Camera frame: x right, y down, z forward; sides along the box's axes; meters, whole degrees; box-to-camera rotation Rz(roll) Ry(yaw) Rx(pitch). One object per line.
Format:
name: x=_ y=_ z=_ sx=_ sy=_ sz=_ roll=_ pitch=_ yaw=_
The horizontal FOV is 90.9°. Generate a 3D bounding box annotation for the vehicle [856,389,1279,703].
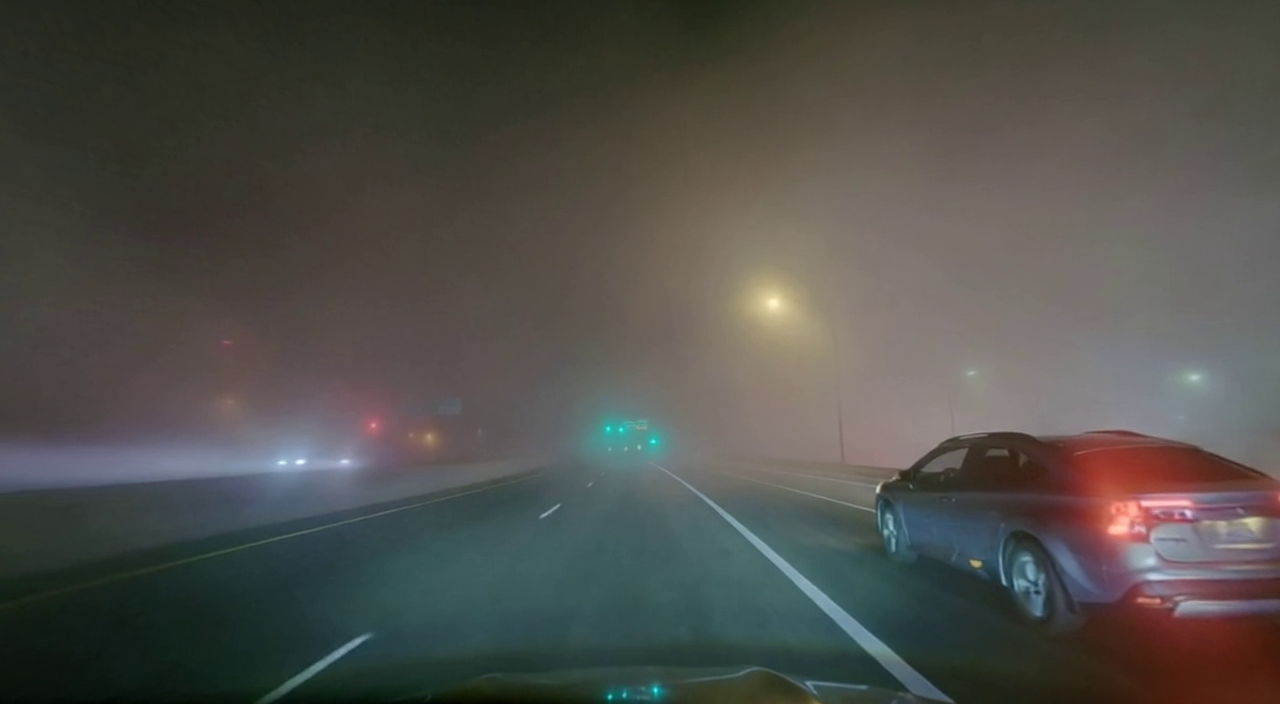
vehicle: x=3.677 y=1.297 z=5.172 sx=2.104 sy=1.575 sz=4.698 roll=0 pitch=-9 yaw=-1

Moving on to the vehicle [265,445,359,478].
vehicle: x=-24.050 y=8.022 z=46.739 sx=2.931 sy=2.148 sz=7.601 roll=0 pitch=-9 yaw=-1
